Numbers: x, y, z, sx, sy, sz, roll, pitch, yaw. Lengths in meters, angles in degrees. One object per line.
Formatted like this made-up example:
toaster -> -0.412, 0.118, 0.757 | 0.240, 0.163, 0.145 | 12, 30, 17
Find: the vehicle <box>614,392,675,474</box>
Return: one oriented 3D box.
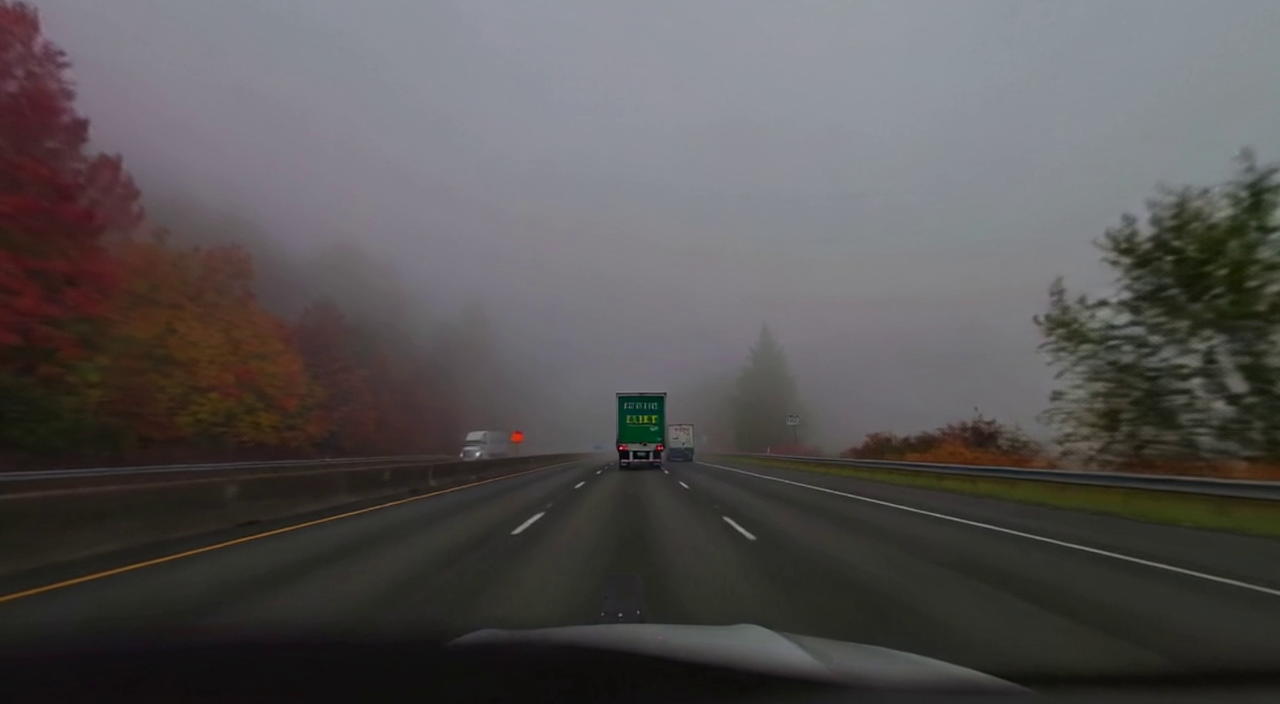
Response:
vehicle -> 0.189, 4.858, 36.679 | 3.057, 4.073, 10.792 | 0, -9, 0
